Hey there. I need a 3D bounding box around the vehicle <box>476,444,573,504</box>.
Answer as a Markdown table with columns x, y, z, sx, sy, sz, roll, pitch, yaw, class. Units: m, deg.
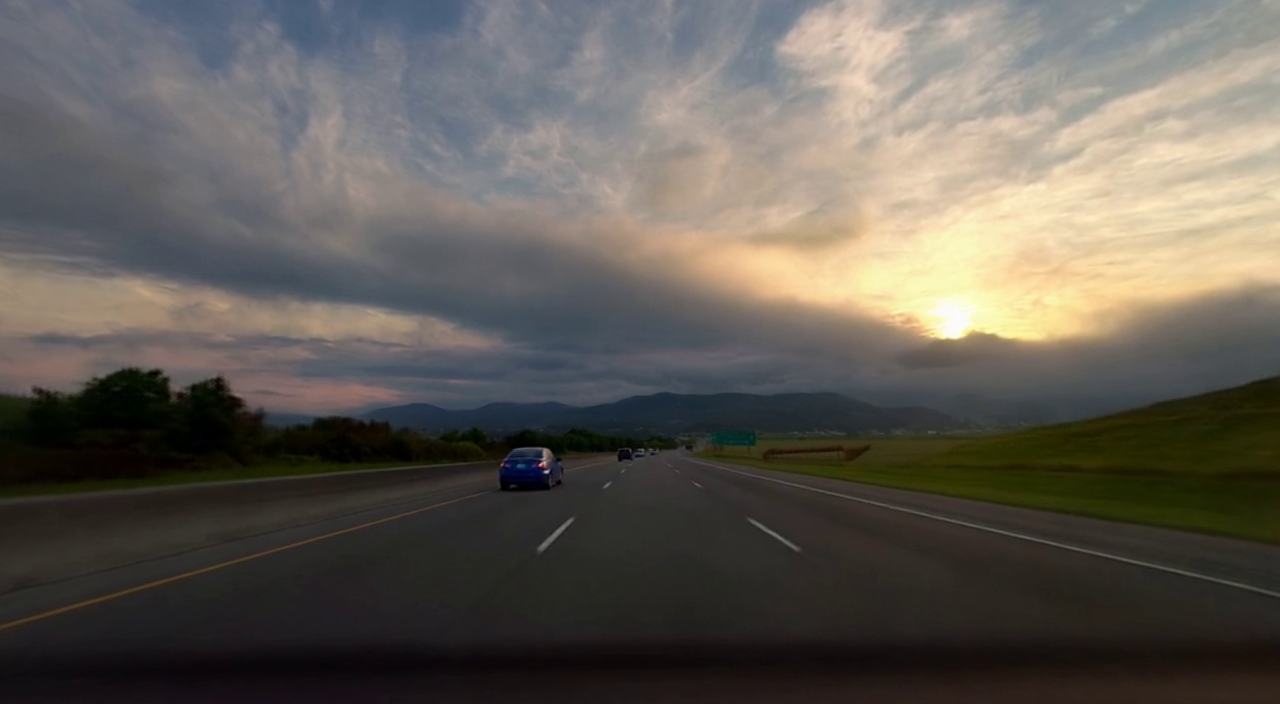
| x | y | z | sx | sy | sz | roll | pitch | yaw | class |
| --- | --- | --- | --- | --- | --- | --- | --- | --- | --- |
| -3.222 | 3.512 | 18.551 | 1.945 | 1.537 | 4.294 | 0 | -9 | 1 | vehicle |
